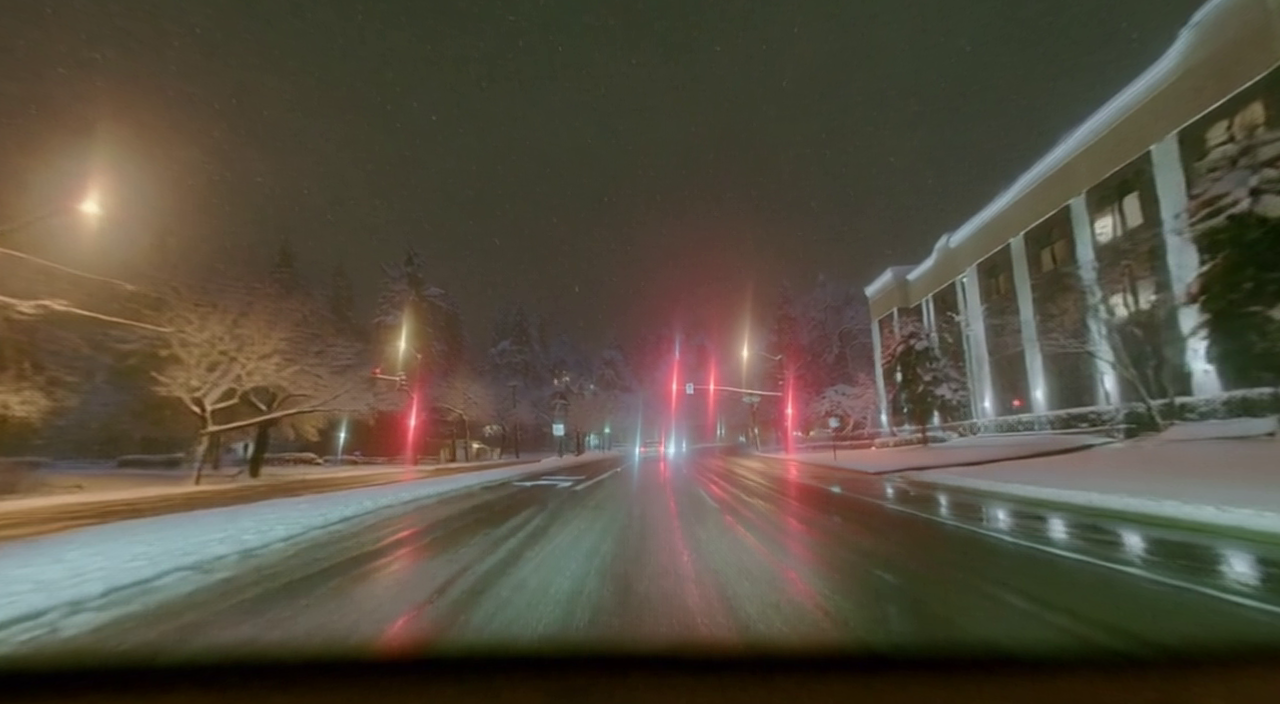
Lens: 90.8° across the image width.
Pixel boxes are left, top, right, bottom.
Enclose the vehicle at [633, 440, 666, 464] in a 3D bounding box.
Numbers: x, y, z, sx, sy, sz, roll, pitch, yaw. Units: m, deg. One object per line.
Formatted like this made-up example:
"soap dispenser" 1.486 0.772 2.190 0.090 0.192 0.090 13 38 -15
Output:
"vehicle" 0.707 6.732 42.580 2.037 1.568 3.693 -1 -8 4
